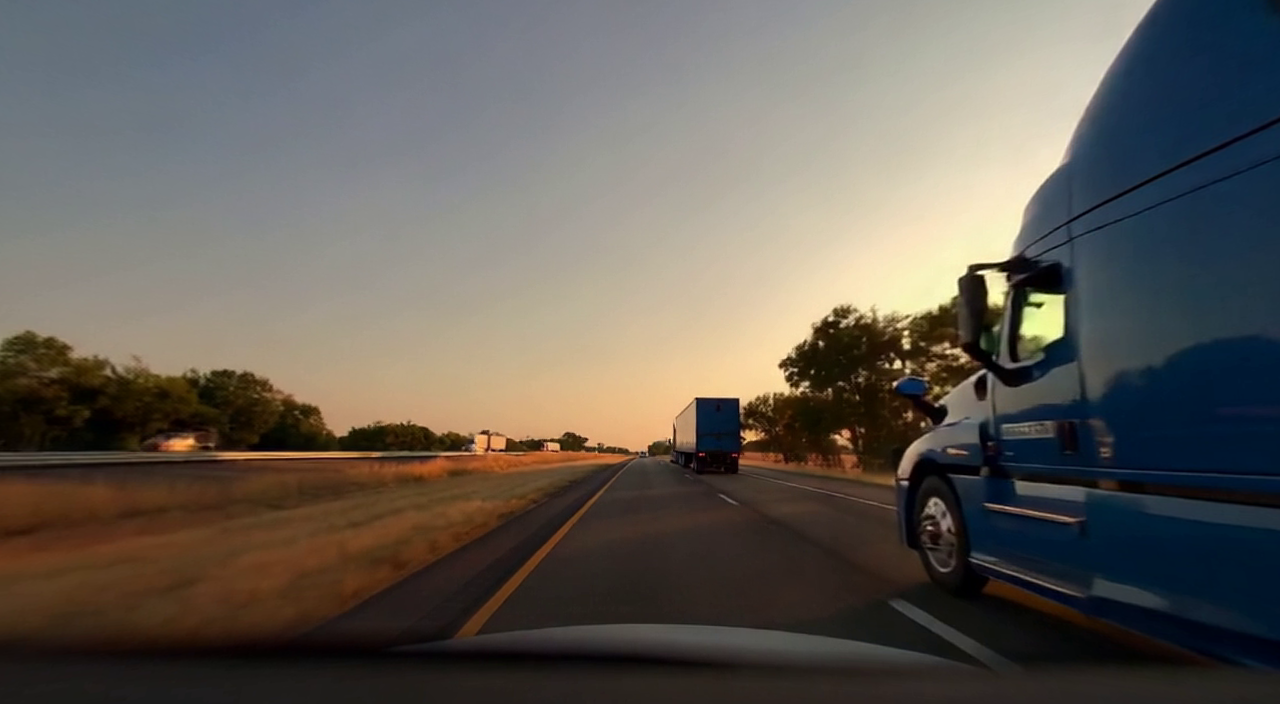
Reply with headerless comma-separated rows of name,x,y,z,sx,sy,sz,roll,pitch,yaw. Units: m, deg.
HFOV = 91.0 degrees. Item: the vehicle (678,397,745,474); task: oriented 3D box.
vehicle,4.309,5.580,41.070,2.818,4.206,12.987,0,-9,0
